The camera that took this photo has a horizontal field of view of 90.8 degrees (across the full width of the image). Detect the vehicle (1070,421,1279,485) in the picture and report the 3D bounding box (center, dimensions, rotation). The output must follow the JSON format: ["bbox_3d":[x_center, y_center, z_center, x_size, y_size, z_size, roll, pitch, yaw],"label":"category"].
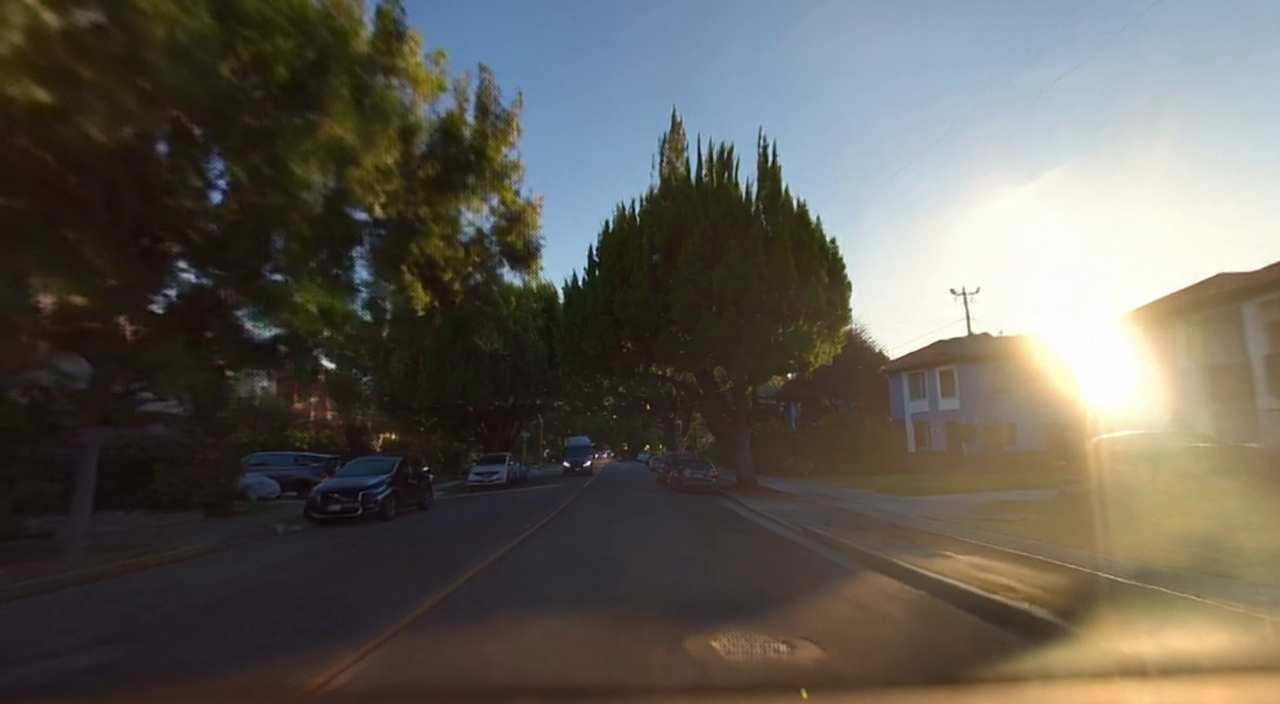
[{"bbox_3d":[13.630,2.496,15.676,4.370,1.433,1.889,-2,-9,13],"label":"vehicle"}]

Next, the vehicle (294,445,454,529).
[{"bbox_3d":[-6.201,3.150,15.420,2.033,1.721,4.328,0,-9,0],"label":"vehicle"}]

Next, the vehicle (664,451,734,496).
[{"bbox_3d":[2.131,4.548,24.053,1.996,1.516,4.122,0,-9,-4],"label":"vehicle"}]

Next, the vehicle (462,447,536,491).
[{"bbox_3d":[-6.574,5.507,30.185,2.265,1.876,5.371,0,-9,0],"label":"vehicle"}]
